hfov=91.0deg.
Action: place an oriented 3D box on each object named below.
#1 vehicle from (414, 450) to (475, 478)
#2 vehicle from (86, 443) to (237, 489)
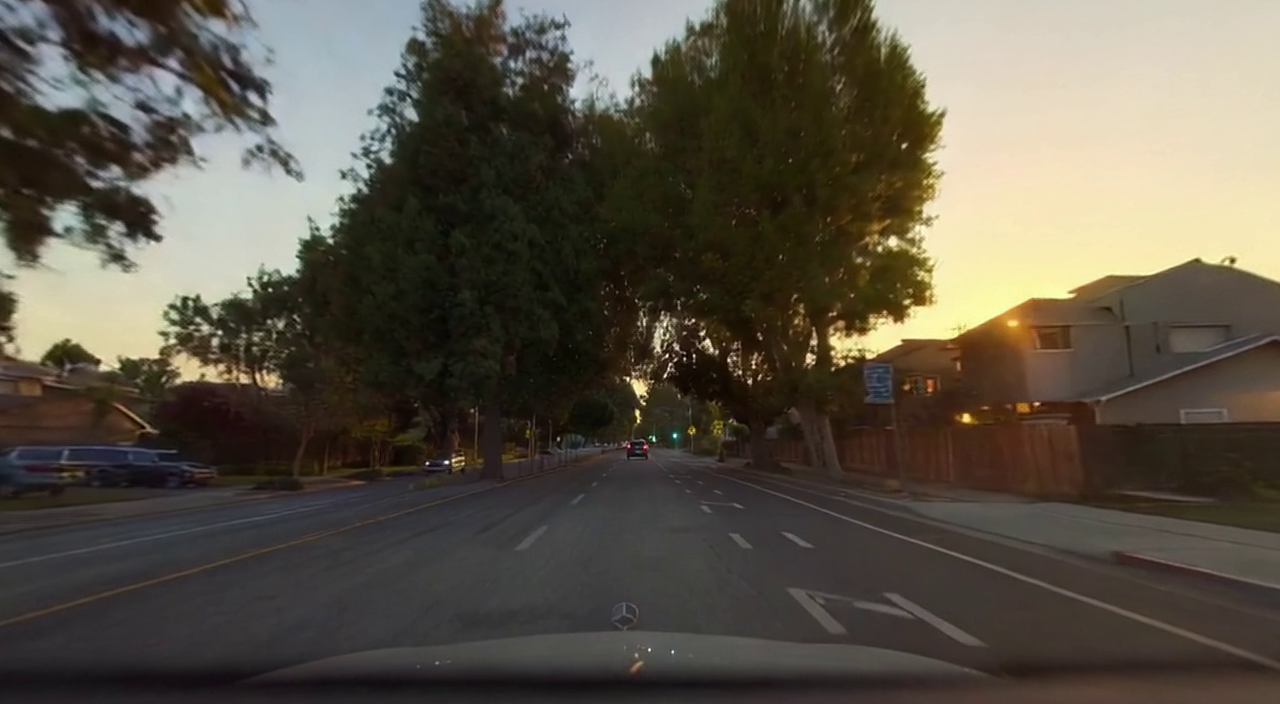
[{"bbox_3d":[-11.852,6.829,38.541,2.150,1.518,4.785,-2,-10,1],"label":"vehicle"},{"bbox_3d":[-18.918,4.519,25.061,4.170,1.704,2.174,0,-9,0],"label":"vehicle"}]
